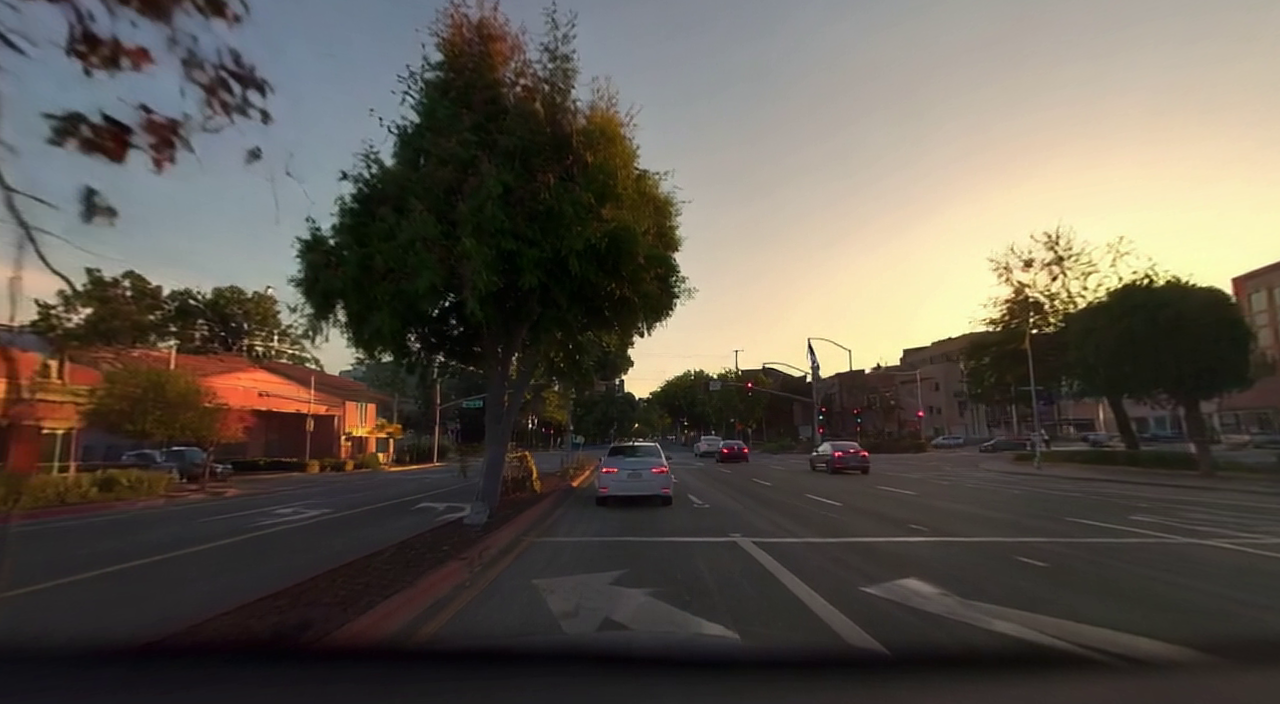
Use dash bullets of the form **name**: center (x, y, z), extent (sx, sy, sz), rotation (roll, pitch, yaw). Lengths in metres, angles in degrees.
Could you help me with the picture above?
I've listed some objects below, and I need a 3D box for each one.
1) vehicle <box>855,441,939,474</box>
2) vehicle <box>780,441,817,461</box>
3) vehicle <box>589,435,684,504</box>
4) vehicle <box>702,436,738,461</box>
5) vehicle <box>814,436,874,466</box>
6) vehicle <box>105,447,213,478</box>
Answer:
- **vehicle**: center (12.417, 5.127, 30.871), extent (2.059, 1.482, 4.568), rotation (0, -9, -2)
- **vehicle**: center (12.507, 7.816, 49.935), extent (1.837, 1.524, 3.800), rotation (0, -9, -2)
- **vehicle**: center (-0.116, 2.854, 15.782), extent (2.064, 1.477, 3.968), rotation (0, -9, -1)
- **vehicle**: center (5.883, 7.194, 47.016), extent (1.957, 1.755, 4.331), rotation (0, -9, -1)
- **vehicle**: center (12.874, 6.311, 40.265), extent (1.981, 1.746, 5.375), rotation (0, -9, -1)
- **vehicle**: center (-29.544, 6.758, 39.011), extent (4.758, 1.809, 2.114), rotation (4, -9, -22)
